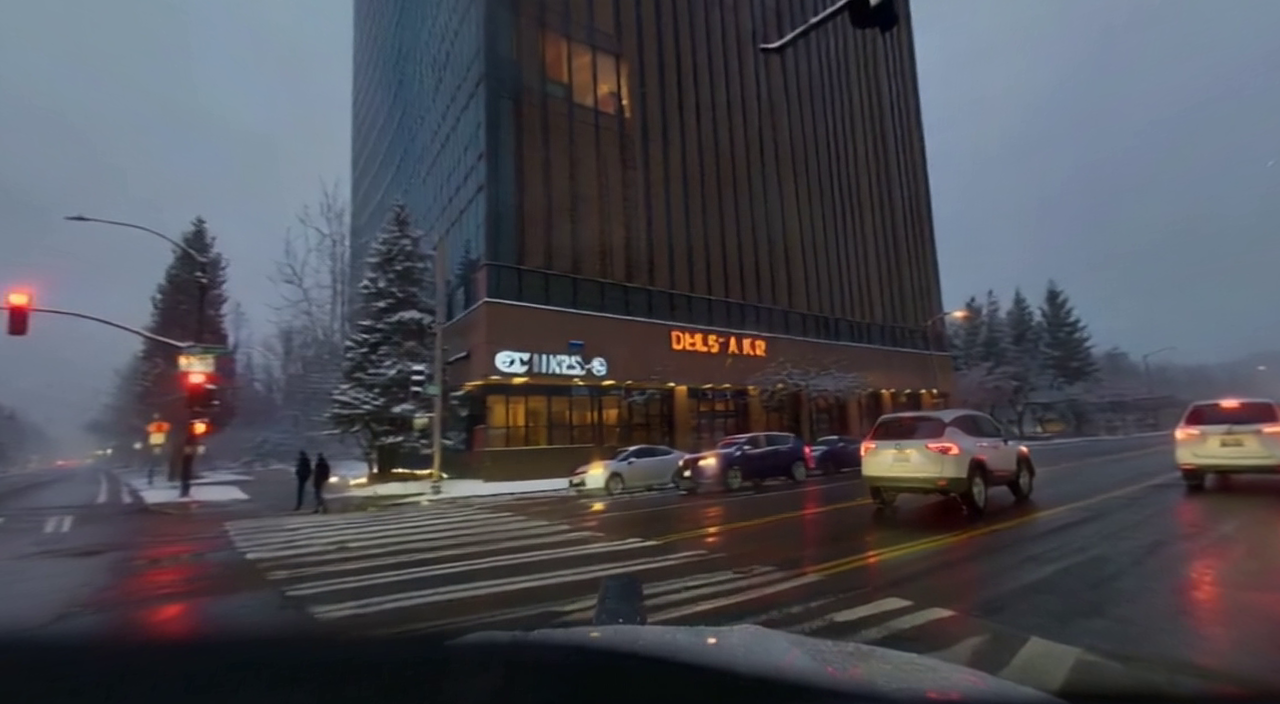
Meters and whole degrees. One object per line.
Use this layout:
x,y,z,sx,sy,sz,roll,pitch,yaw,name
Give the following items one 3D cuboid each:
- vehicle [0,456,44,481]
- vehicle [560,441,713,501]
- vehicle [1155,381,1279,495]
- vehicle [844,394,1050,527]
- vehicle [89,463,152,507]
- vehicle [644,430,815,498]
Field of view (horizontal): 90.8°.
-41.369,7.677,41.916,2.097,1.508,4.202,7,-11,-37,vehicle
-0.034,3.376,18.165,4.021,1.508,1.989,8,-12,-39,vehicle
12.639,1.742,12.839,4.796,1.953,2.352,6,-11,-40,vehicle
5.203,1.754,10.433,2.023,1.702,4.152,-7,-12,39,vehicle
-22.537,5.723,27.455,1.920,1.605,4.091,3,-10,-39,vehicle
2.413,2.880,16.456,4.504,1.507,1.857,8,-12,-40,vehicle
